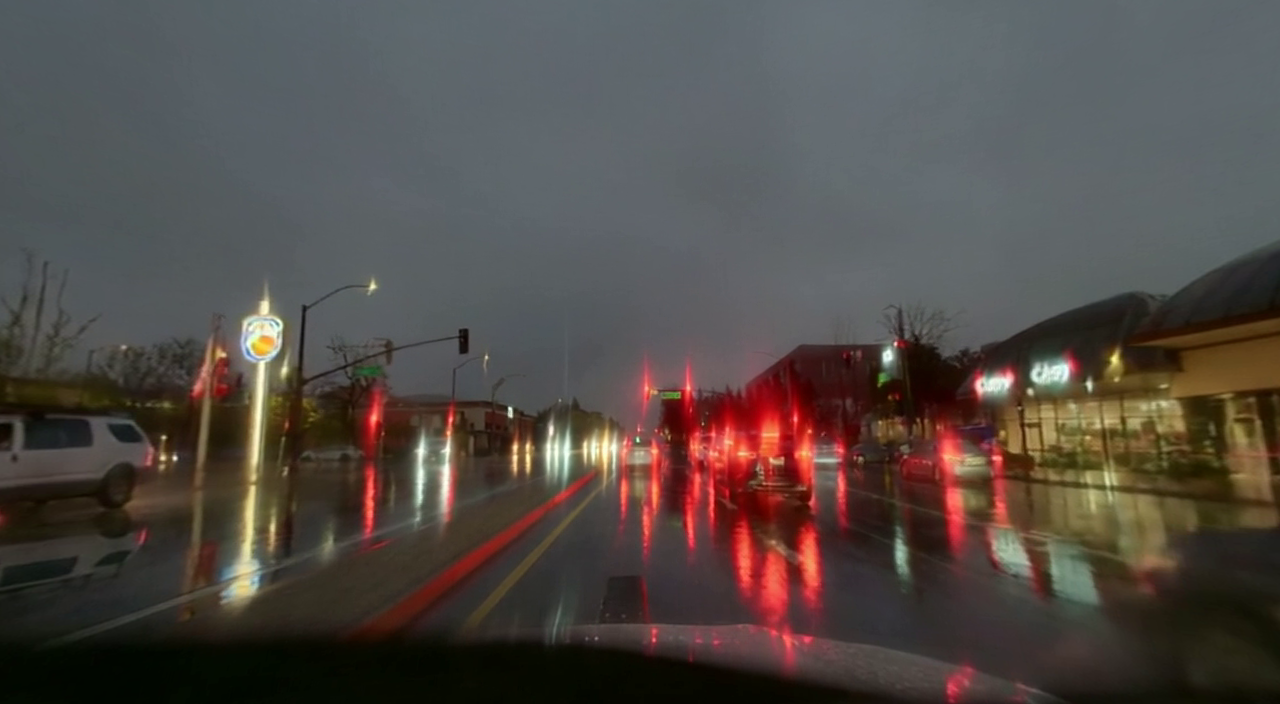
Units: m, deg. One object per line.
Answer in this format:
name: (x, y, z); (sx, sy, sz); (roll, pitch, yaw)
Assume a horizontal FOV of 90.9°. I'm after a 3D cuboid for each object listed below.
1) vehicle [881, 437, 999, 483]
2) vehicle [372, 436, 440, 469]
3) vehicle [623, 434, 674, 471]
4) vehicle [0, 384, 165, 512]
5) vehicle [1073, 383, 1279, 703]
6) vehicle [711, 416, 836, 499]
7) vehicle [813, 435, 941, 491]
vehicle: (10.573, 3.835, 22.700); (1.881, 1.463, 4.726); (0, -8, 0)
vehicle: (-13.614, 5.787, 36.523); (2.106, 1.751, 4.554); (7, -11, -41)
vehicle: (0.300, 4.410, 27.809); (2.073, 1.496, 3.892); (0, -8, -1)
vehicle: (-15.342, 2.362, 15.580); (2.371, 2.799, 5.978); (0, -8, 1)
vehicle: (3.451, 0.719, 1.312); (1.932, 1.517, 4.430); (0, -8, 0)
vehicle: (3.162, 2.643, 16.151); (2.038, 1.787, 4.946); (0, -8, -1)
vehicle: (6.876, 3.253, 18.886); (2.059, 1.458, 4.395); (0, -8, -1)
